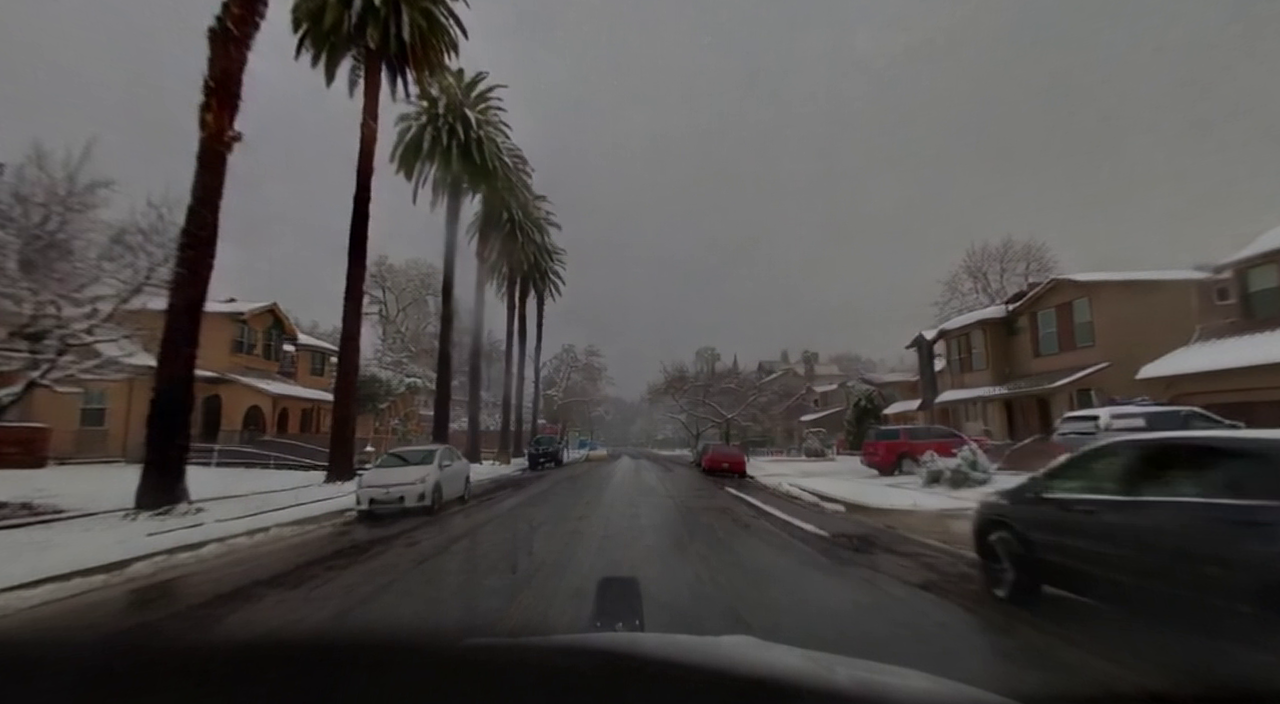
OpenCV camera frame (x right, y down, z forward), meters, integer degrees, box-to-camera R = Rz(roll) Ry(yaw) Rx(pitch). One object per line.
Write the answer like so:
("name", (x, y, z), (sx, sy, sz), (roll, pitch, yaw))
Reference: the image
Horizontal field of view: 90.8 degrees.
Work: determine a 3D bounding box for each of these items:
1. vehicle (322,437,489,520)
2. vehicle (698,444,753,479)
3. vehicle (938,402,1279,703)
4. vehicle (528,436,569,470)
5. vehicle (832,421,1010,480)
("vehicle", (-4.835, 2.690, 13.856), (2.080, 1.479, 4.531), (0, -9, -2))
("vehicle", (3.848, 4.996, 29.242), (1.867, 1.480, 4.678), (0, -8, 0))
("vehicle", (4.007, 1.201, 4.178), (1.987, 1.567, 4.112), (0, -8, -1))
("vehicle", (-5.500, 5.976, 37.709), (2.106, 1.914, 4.363), (2, -8, -12))
("vehicle", (9.417, 3.329, 21.557), (5.068, 1.888, 2.062), (0, -8, 1))
